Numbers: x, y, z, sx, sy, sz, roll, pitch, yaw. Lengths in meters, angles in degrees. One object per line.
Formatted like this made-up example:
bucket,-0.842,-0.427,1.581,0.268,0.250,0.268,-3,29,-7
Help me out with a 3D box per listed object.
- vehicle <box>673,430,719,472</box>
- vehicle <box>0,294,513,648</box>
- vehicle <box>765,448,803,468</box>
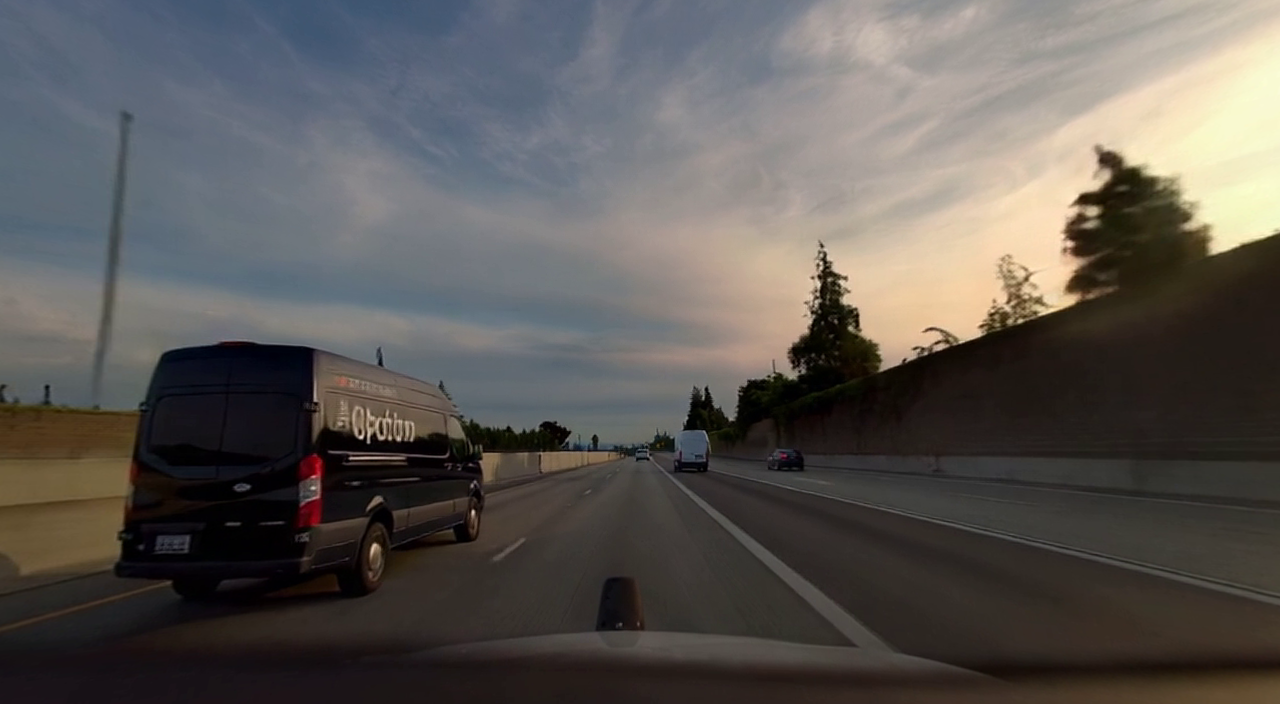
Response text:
vehicle,3.591,6.569,41.726,2.373,2.561,5.922,0,-9,-1
vehicle,-3.435,1.304,7.688,2.409,2.523,6.275,0,-9,0
vehicle,11.130,8.183,48.871,1.870,1.497,3.886,0,-9,-2
